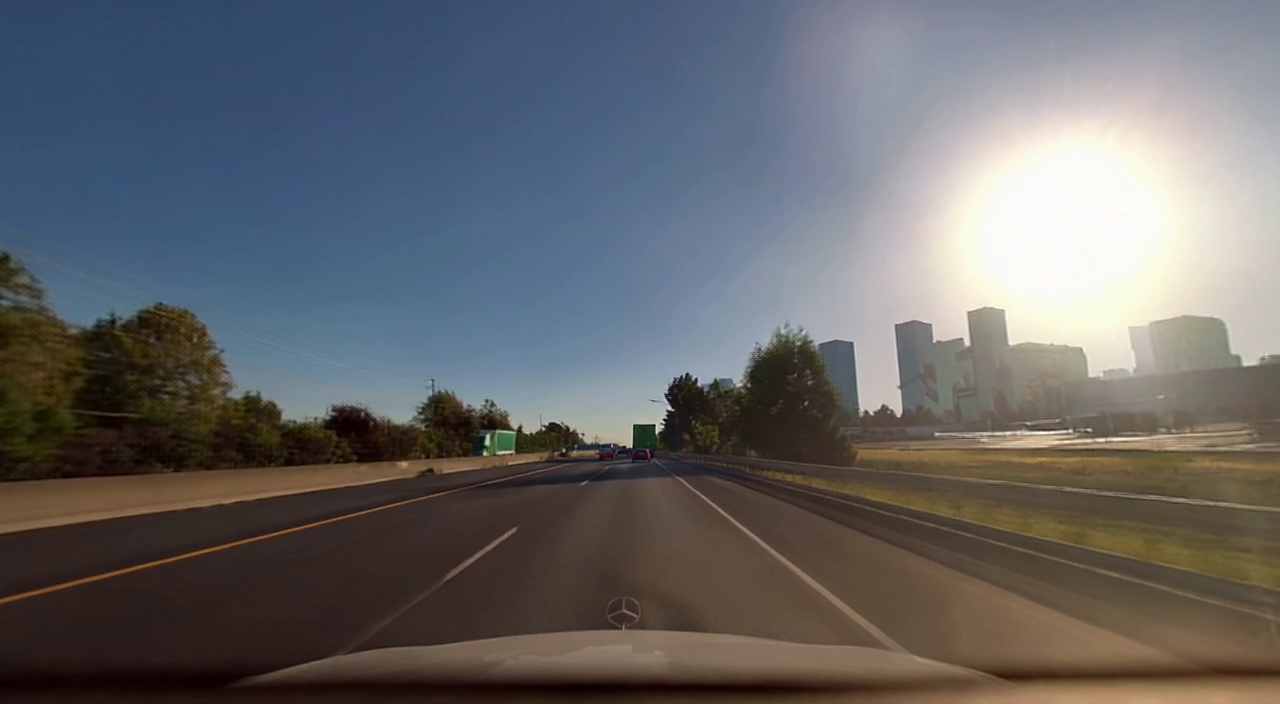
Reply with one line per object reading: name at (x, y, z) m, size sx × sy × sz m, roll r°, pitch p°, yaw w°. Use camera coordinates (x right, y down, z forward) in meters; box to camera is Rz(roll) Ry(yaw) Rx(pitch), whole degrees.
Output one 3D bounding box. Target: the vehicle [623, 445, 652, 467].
vehicle at (-0.162, 7.857, 47.642) m, size 2.094 × 1.559 × 3.945 m, roll 0°, pitch -9°, yaw 0°
